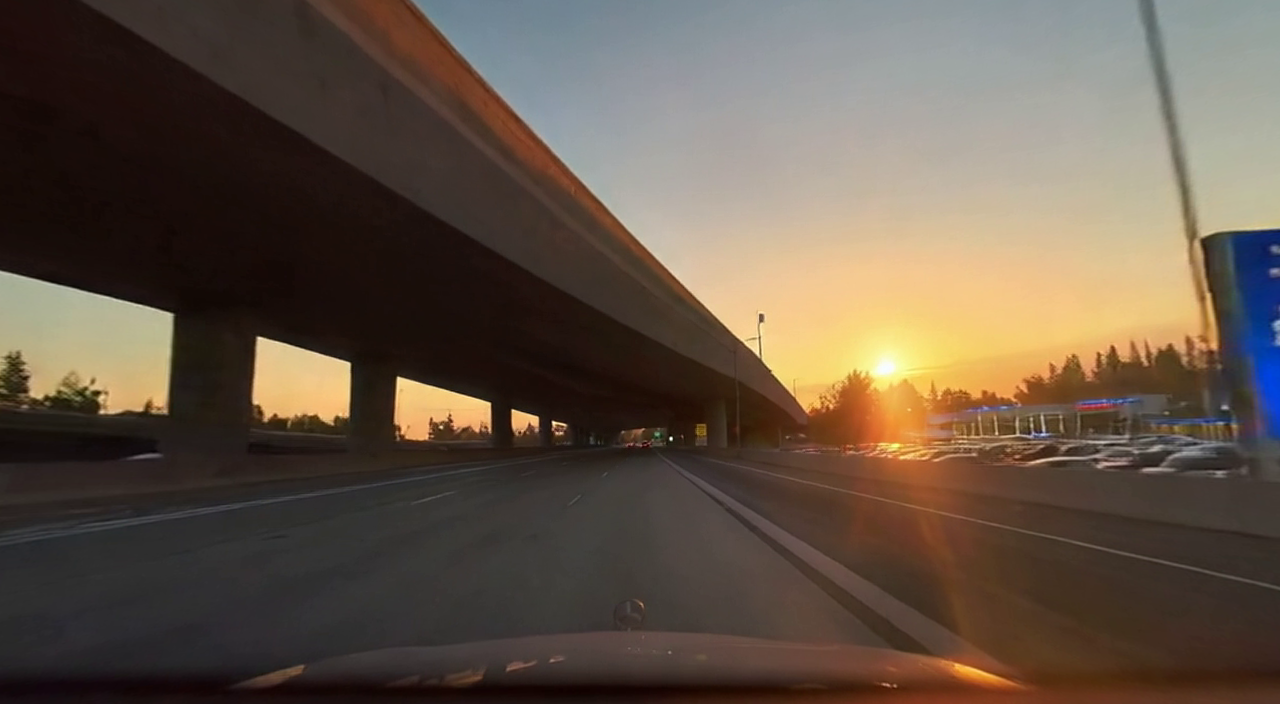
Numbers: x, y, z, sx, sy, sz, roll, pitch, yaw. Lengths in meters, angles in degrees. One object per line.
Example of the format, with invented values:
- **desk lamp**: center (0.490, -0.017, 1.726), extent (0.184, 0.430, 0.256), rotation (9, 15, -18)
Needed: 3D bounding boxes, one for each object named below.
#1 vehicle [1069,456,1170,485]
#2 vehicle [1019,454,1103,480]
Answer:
- **vehicle**: center (30.079, 7.426, 39.674), extent (4.589, 1.741, 2.143), rotation (0, -8, -2)
- **vehicle**: center (30.220, 8.239, 45.379), extent (4.576, 1.740, 2.069), rotation (0, -9, -2)
